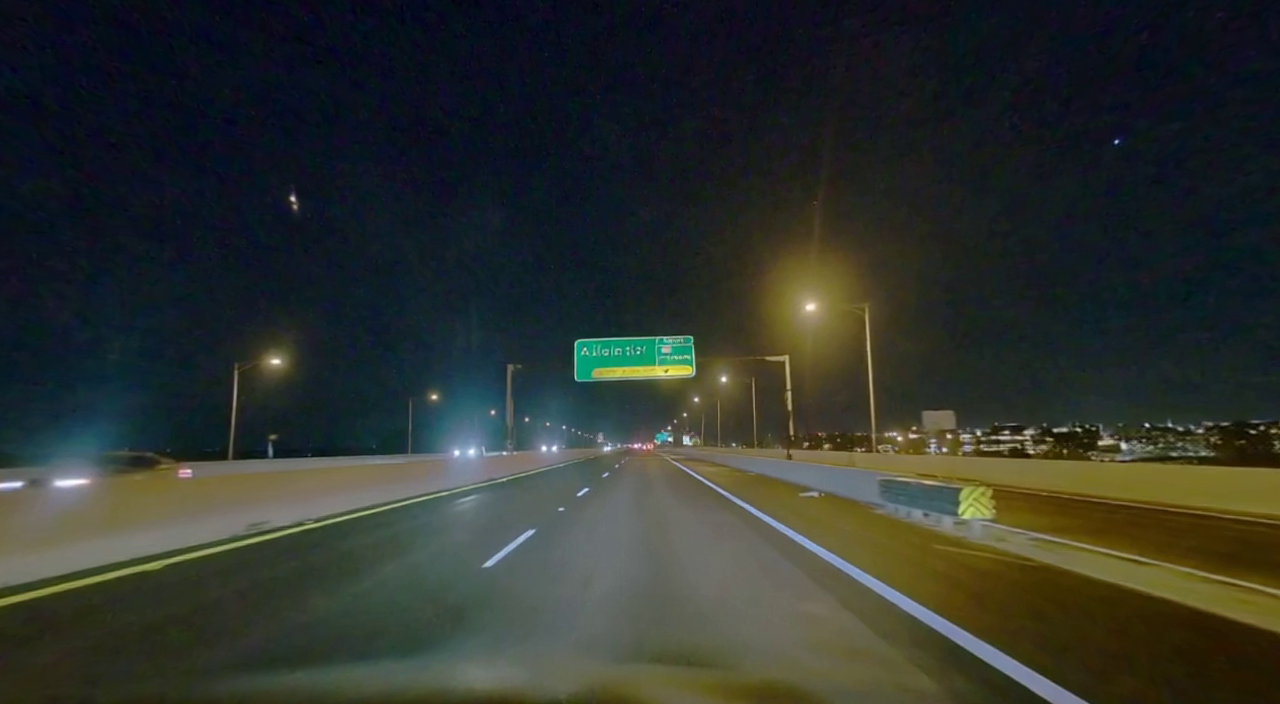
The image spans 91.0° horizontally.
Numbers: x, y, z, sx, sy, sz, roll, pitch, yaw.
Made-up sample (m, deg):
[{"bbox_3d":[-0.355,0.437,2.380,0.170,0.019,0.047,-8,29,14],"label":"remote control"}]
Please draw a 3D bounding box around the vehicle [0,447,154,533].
[{"bbox_3d":[-12.048,2.623,12.354,1.792,1.468,3.946,0,-8,0],"label":"vehicle"}]
